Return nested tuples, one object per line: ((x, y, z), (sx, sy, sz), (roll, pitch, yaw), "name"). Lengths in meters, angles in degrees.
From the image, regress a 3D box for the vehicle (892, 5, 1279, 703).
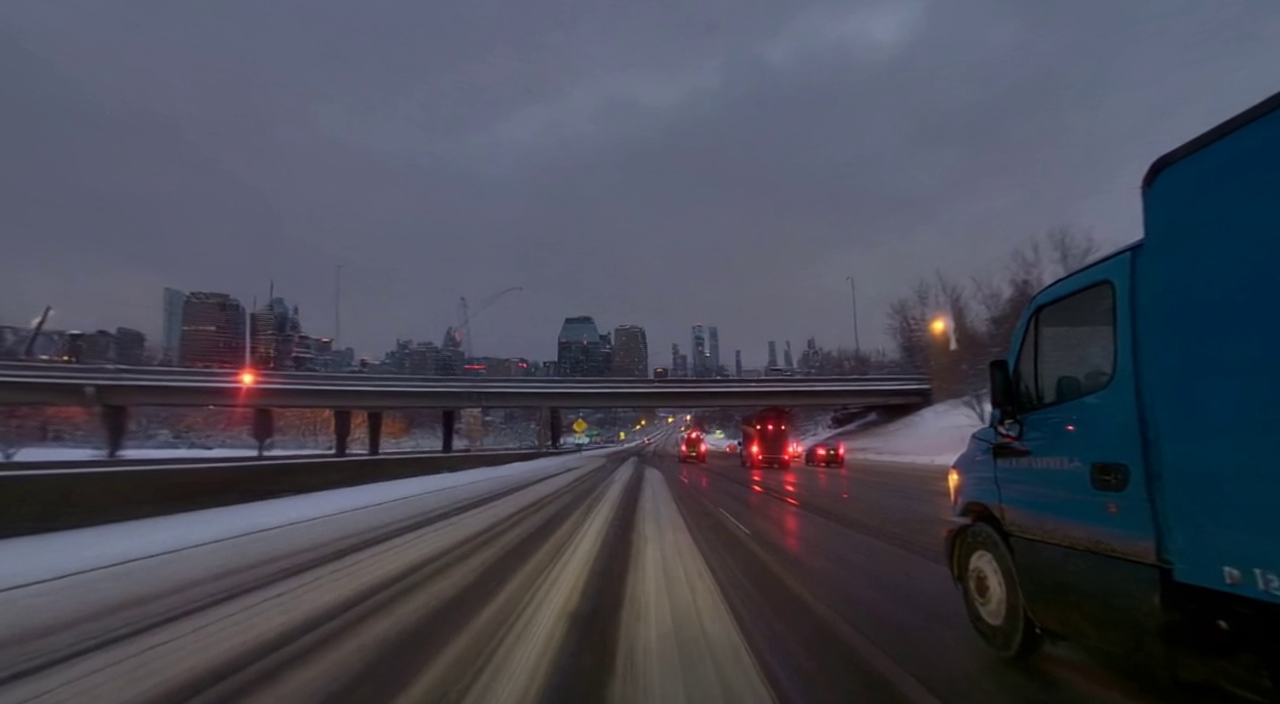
((3.320, 0.160, 1.474), (2.436, 2.745, 7.034), (0, -8, -1), "vehicle")

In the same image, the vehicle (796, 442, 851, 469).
((10.834, 6.194, 37.689), (1.976, 1.474, 4.779), (0, -9, 2), "vehicle")

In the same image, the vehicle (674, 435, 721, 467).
((3.624, 6.439, 41.202), (2.464, 1.961, 5.520), (0, -8, -1), "vehicle")

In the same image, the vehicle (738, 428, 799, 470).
((7.287, 5.586, 36.446), (2.301, 2.203, 5.419), (0, -8, -1), "vehicle")
